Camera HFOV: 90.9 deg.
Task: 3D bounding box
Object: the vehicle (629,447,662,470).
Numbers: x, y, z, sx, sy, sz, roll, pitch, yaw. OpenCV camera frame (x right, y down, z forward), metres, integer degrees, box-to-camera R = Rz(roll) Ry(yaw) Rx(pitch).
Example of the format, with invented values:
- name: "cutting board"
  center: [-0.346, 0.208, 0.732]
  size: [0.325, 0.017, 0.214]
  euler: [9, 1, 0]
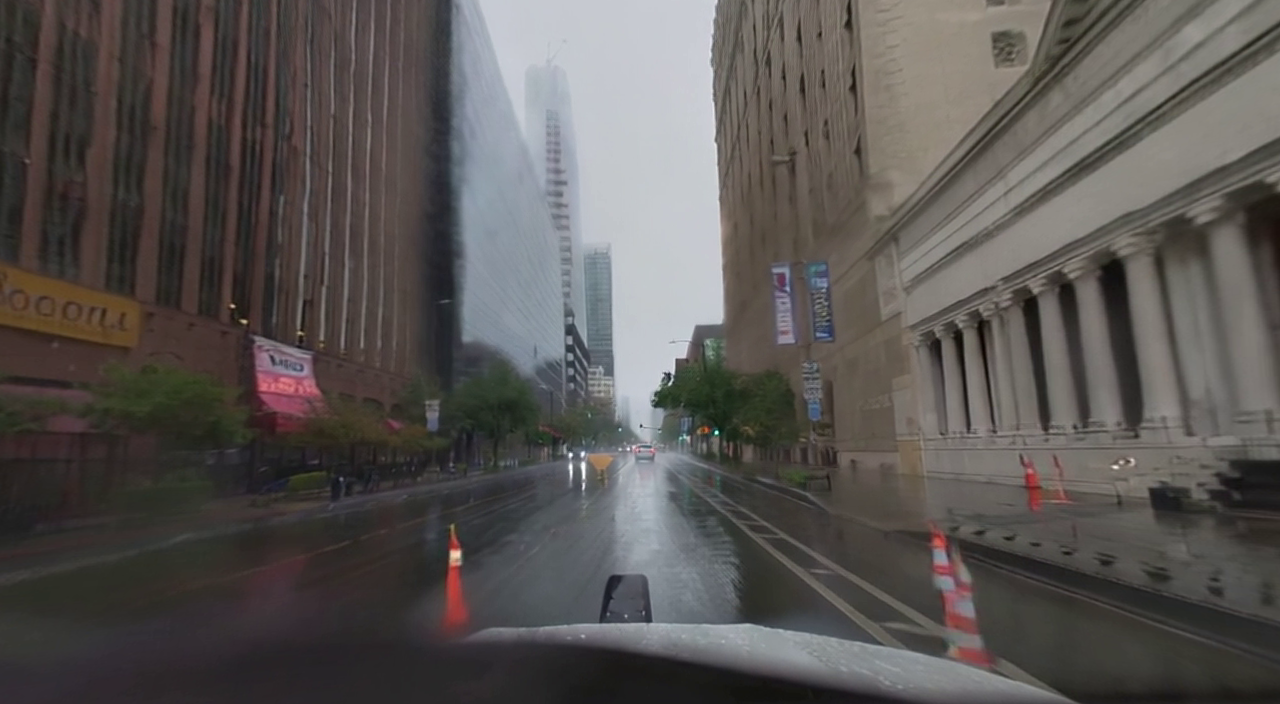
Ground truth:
- name: "vehicle"
  center: [0.423, 7.661, 45.564]
  size: [2.216, 1.492, 4.725]
  euler: [0, -9, 1]
